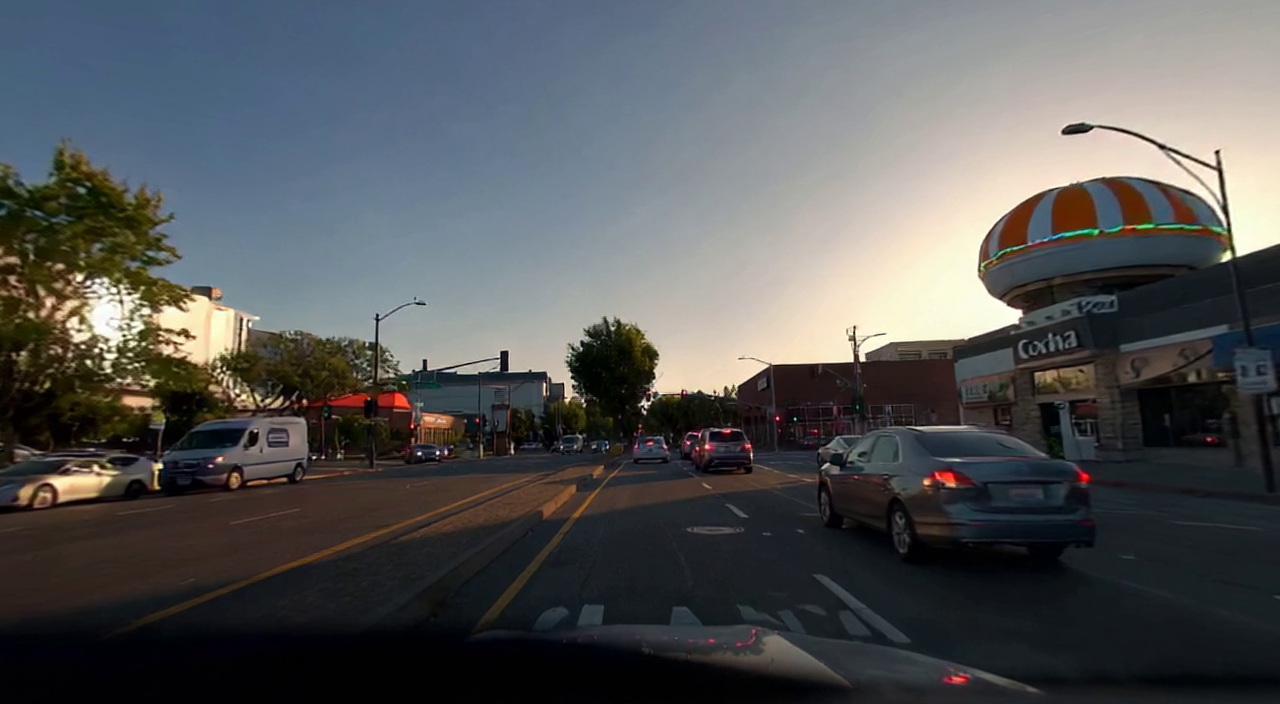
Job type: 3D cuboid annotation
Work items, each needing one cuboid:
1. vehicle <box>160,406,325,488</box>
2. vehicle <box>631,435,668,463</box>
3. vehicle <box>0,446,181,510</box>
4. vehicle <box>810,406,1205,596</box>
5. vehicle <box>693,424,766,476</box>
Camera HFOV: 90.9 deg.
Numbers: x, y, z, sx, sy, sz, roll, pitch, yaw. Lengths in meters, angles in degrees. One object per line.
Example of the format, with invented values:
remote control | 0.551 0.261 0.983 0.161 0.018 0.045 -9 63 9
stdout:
vehicle | -15.194 3.707 24.740 2.371 2.799 5.978 0 -8 1
vehicle | 0.507 5.670 36.923 2.073 1.496 3.892 0 -8 -1
vehicle | -15.529 3.358 17.430 1.985 1.484 4.879 0 -8 0
vehicle | 3.580 1.529 7.378 1.932 1.517 4.430 0 -8 0
vehicle | 3.339 3.775 24.533 2.038 1.787 4.946 0 -8 -1
